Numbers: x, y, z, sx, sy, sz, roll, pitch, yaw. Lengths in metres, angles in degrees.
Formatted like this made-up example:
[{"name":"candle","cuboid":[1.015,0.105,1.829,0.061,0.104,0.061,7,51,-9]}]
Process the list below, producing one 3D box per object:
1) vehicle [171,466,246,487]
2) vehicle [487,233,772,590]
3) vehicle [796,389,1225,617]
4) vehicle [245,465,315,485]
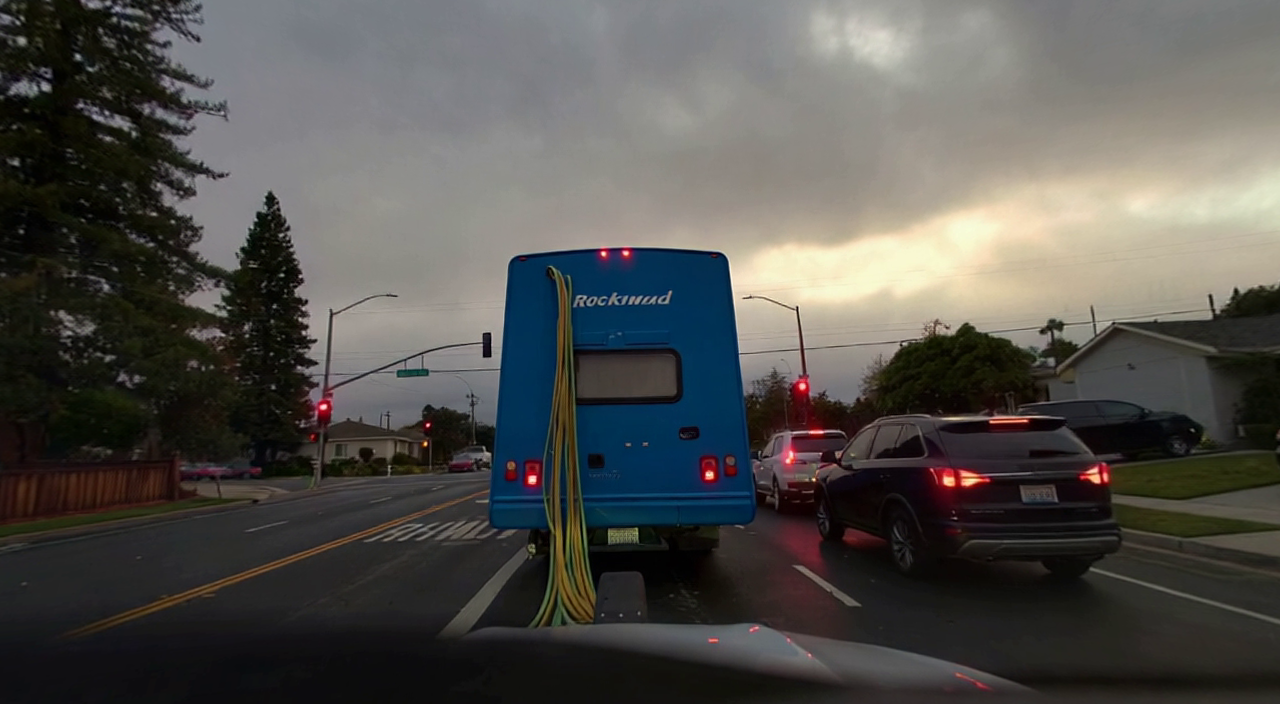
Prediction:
[{"name":"vehicle","cuboid":[-32.694,9.403,47.950,4.311,1.458,1.707,0,-9,-3]},{"name":"vehicle","cuboid":[-0.106,1.123,10.307,2.709,3.511,8.213,0,-9,0]},{"name":"vehicle","cuboid":[3.409,1.492,7.137,2.104,1.735,4.408,0,-9,0]},{"name":"vehicle","cuboid":[-27.414,9.352,48.141,4.187,1.445,1.809,0,-9,0]}]
